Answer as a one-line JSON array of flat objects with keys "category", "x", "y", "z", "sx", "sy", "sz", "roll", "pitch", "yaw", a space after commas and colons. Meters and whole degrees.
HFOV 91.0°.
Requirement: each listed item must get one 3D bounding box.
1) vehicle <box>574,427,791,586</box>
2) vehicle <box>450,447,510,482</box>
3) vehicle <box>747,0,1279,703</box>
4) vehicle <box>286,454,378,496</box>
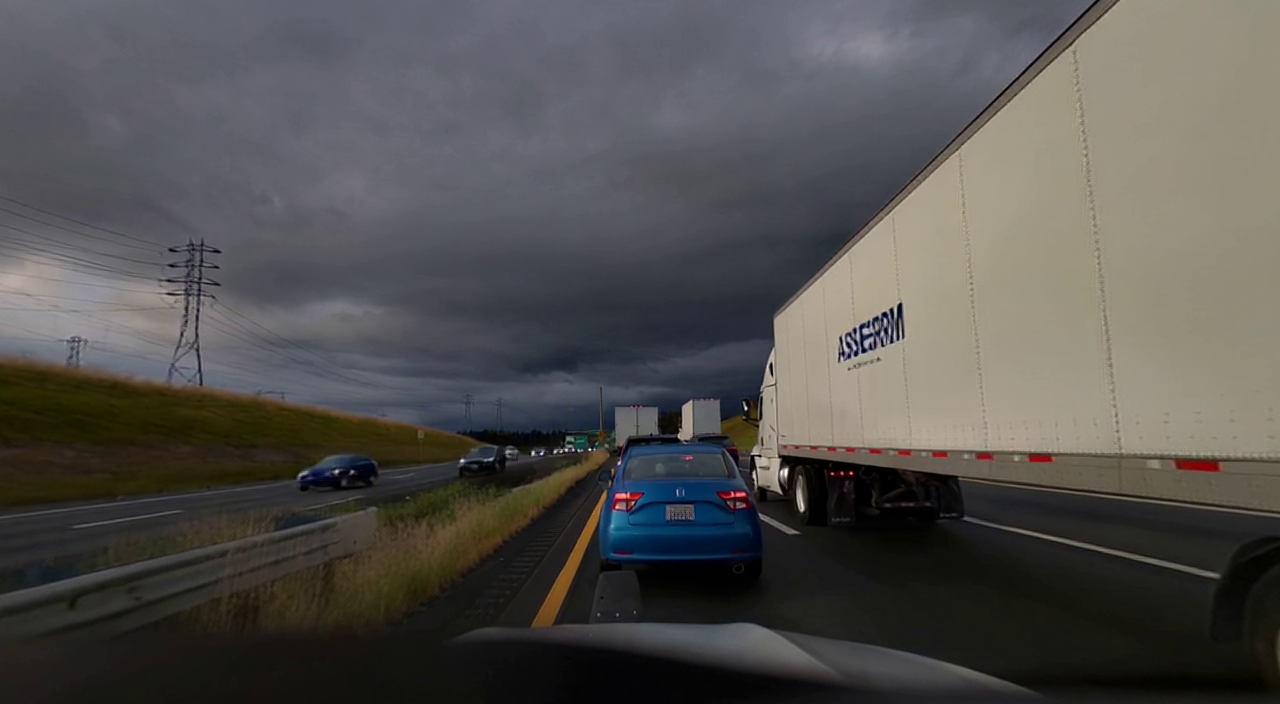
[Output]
[{"category": "vehicle", "x": 0.329, "y": 1.712, "z": 7.796, "sx": 2.045, "sy": 1.446, "sz": 3.597, "roll": 0, "pitch": -8, "yaw": -2}, {"category": "vehicle", "x": -8.139, "y": 5.725, "z": 32.404, "sx": 1.991, "sy": 1.629, "sz": 4.259, "roll": -1, "pitch": -8, "yaw": 0}, {"category": "vehicle", "x": 4.146, "y": 0.248, "z": 6.627, "sx": 3.138, "sy": 4.065, "sz": 14.276, "roll": 0, "pitch": -8, "yaw": -1}, {"category": "vehicle", "x": -12.238, "y": 4.887, "z": 25.295, "sx": 1.795, "sy": 1.441, "sz": 3.759, "roll": -1, "pitch": -8, "yaw": 0}]
